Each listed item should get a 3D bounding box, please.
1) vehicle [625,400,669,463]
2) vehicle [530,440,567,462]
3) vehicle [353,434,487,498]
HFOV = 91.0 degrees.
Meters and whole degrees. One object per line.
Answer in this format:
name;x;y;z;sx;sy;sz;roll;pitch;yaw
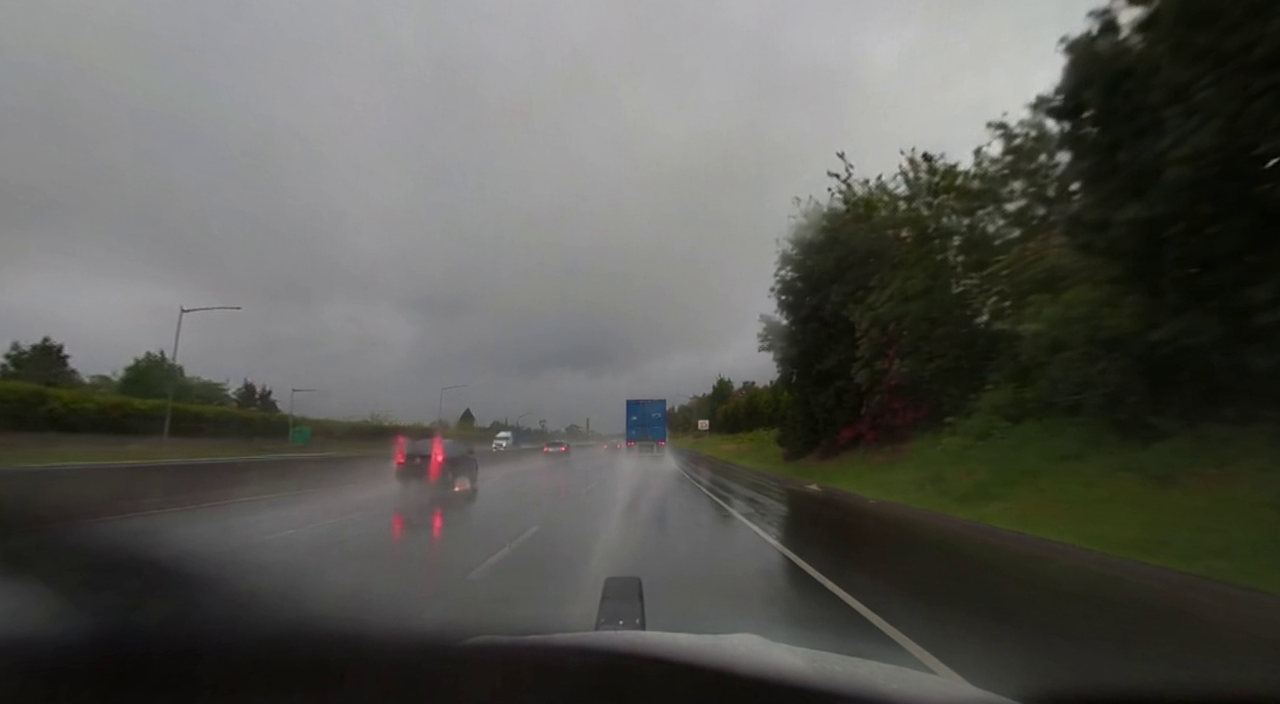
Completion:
vehicle;0.483;6.313;49.120;2.918;4.124;14.567;0;-8;0
vehicle;-6.785;7.390;47.236;2.050;1.540;4.766;0;-8;1
vehicle;-5.871;3.083;17.530;2.017;1.517;4.766;0;-8;0
